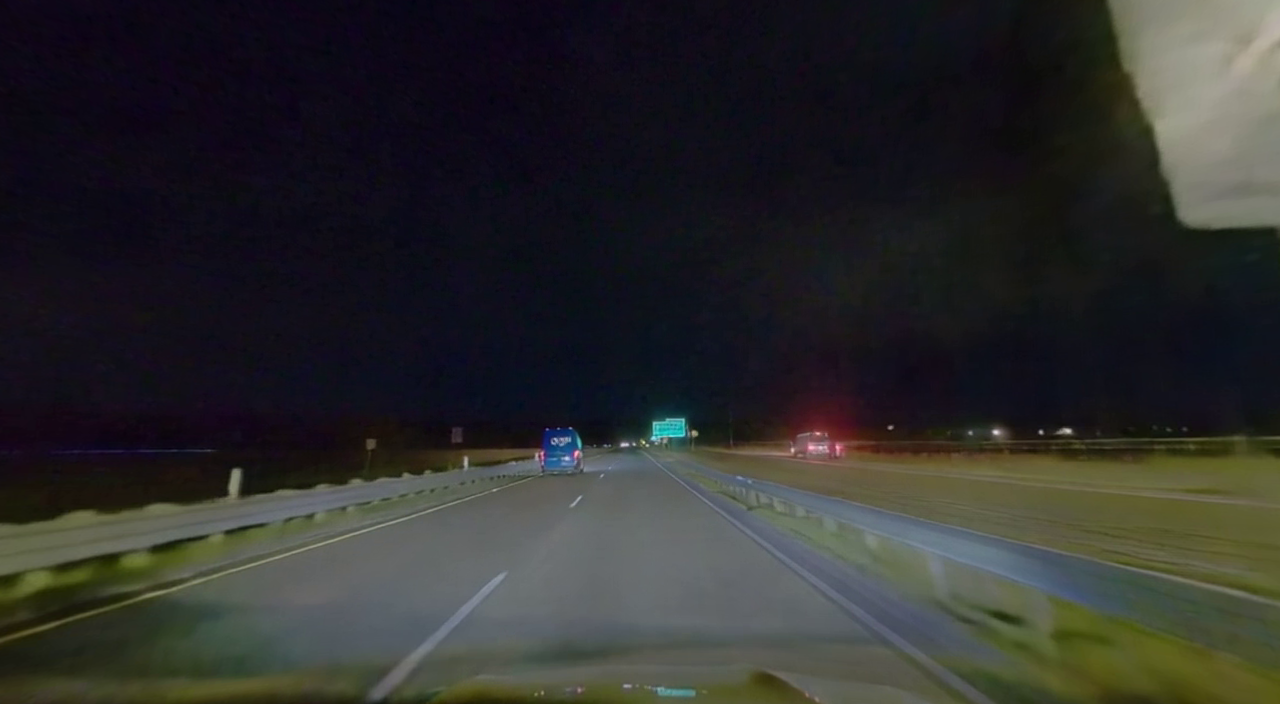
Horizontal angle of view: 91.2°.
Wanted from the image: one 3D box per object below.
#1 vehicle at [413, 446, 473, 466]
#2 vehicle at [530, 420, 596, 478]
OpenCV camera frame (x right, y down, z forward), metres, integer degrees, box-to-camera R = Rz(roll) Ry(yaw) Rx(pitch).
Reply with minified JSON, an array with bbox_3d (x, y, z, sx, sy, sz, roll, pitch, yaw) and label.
[{"bbox_3d":[-15.593,8.254,49.786,4.396,1.557,1.952,2,-9,-14],"label":"vehicle"},{"bbox_3d":[-3.819,5.046,32.643,2.463,2.640,7.034,0,-9,0],"label":"vehicle"}]
